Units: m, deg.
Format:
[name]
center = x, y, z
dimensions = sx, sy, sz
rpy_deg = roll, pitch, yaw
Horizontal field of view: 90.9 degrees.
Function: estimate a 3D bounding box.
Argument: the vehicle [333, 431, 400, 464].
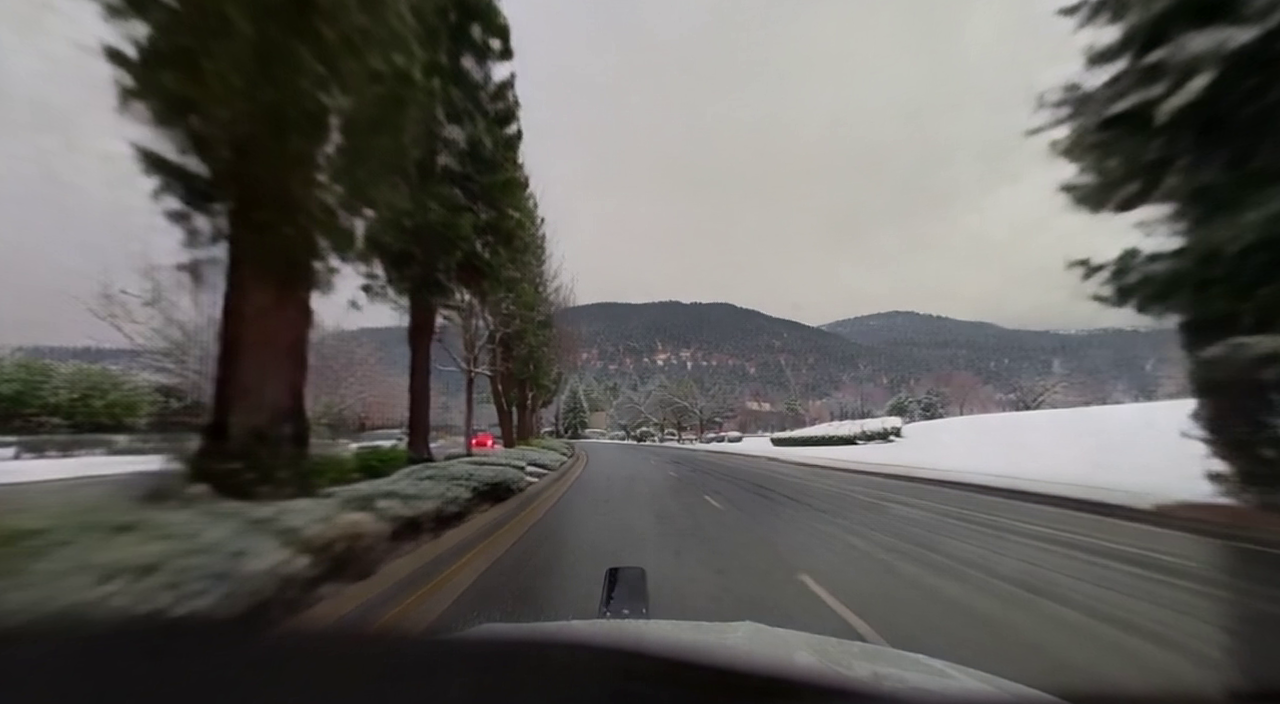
[vehicle]
center = -14.089, 4.964, 32.723
dimensions = 1.809, 1.592, 4.060
rpy_deg = 0, -8, -3
